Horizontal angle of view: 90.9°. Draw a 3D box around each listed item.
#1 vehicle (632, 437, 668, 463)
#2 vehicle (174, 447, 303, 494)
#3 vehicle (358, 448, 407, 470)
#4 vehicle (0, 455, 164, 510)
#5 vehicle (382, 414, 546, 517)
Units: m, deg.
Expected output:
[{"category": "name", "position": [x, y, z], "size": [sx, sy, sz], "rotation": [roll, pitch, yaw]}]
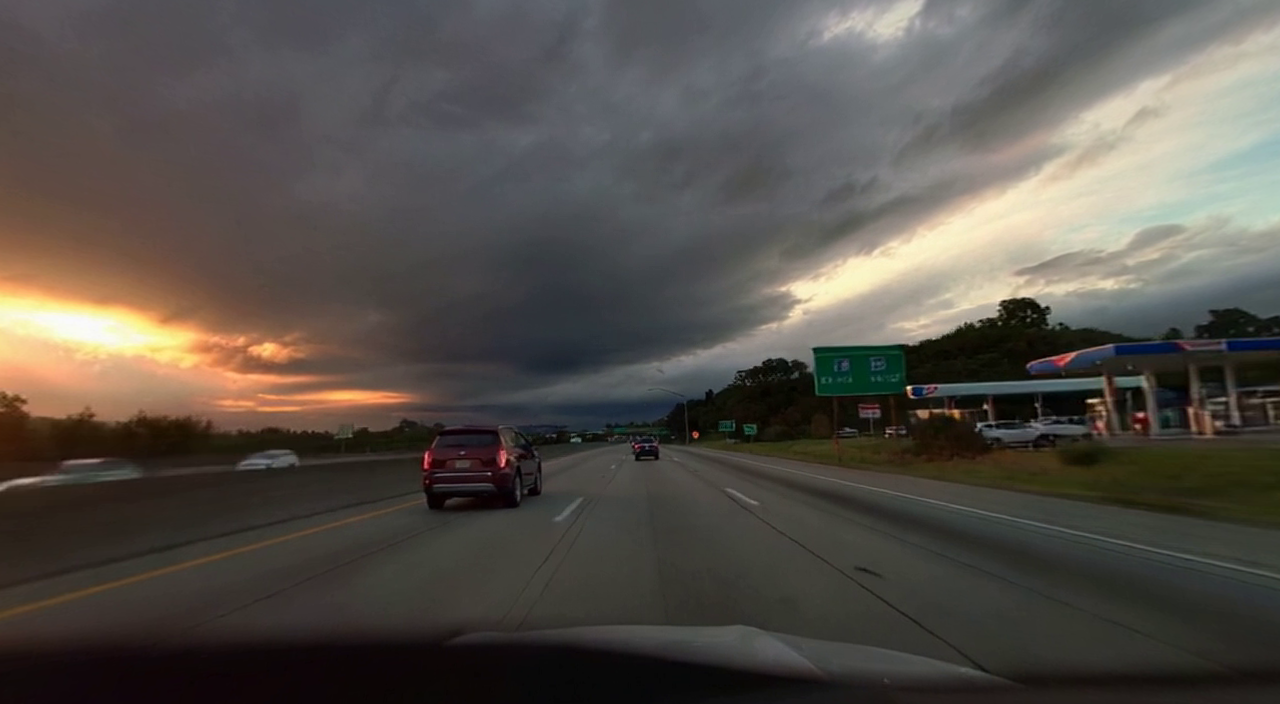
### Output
[{"category": "vehicle", "position": [0.553, 6.291, 40.702], "size": [2.151, 1.550, 4.694], "rotation": [0, -8, -1]}, {"category": "vehicle", "position": [-15.711, 4.616, 24.977], "size": [2.296, 1.613, 4.295], "rotation": [0, -8, -1]}, {"category": "vehicle", "position": [-19.466, 8.100, 47.757], "size": [2.015, 1.482, 4.116], "rotation": [0, -8, -1]}, {"category": "vehicle", "position": [-19.491, 4.508, 22.218], "size": [1.803, 1.546, 4.649], "rotation": [0, -8, -1]}, {"category": "vehicle", "position": [-3.343, 2.231, 13.013], "size": [2.061, 1.732, 4.457], "rotation": [0, -8, 0]}]
